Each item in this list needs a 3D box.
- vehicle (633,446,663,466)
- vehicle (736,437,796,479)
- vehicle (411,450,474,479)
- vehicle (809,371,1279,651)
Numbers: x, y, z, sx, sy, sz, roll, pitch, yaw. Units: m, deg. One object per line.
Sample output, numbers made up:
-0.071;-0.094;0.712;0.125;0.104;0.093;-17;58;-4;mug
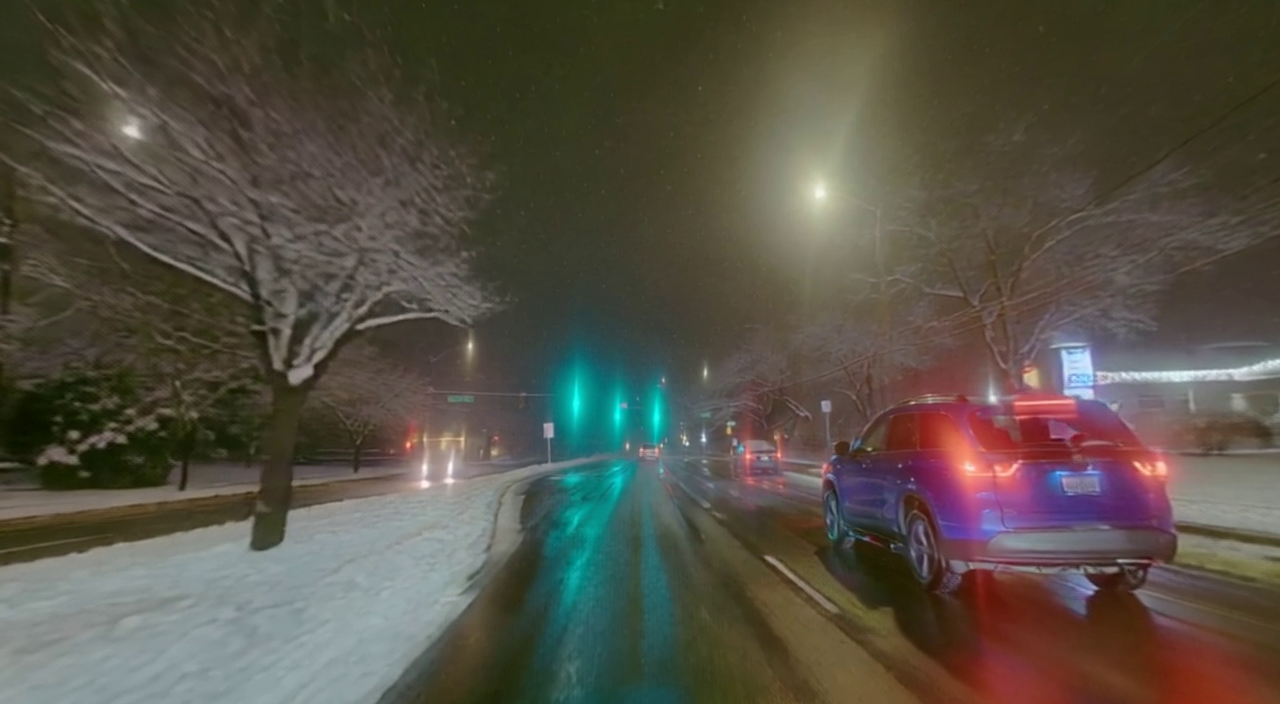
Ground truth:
0.626;7.959;48.290;2.131;1.474;4.146;0;-8;1;vehicle
6.016;5.130;30.773;2.085;1.828;5.383;0;-8;3;vehicle
-11.078;6.339;35.724;1.955;1.507;4.750;0;-8;1;vehicle
3.383;1.384;6.471;2.033;1.865;4.360;0;-8;0;vehicle
